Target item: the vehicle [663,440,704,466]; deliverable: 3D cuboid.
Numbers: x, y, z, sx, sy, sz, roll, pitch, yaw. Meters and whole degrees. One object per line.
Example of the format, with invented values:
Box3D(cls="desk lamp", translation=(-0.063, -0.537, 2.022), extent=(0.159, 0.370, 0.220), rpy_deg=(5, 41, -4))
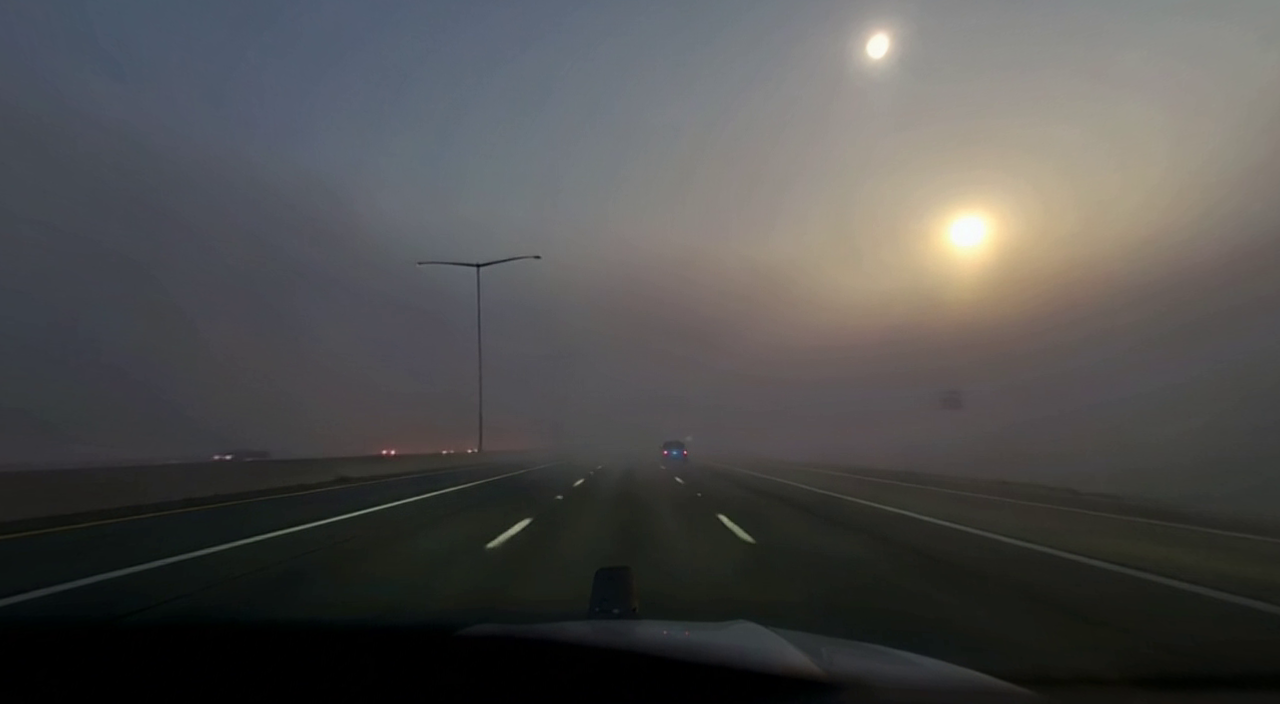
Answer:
Box3D(cls="vehicle", translation=(2.766, 6.504, 40.937), extent=(2.270, 1.615, 3.770), rpy_deg=(0, -8, -2))
